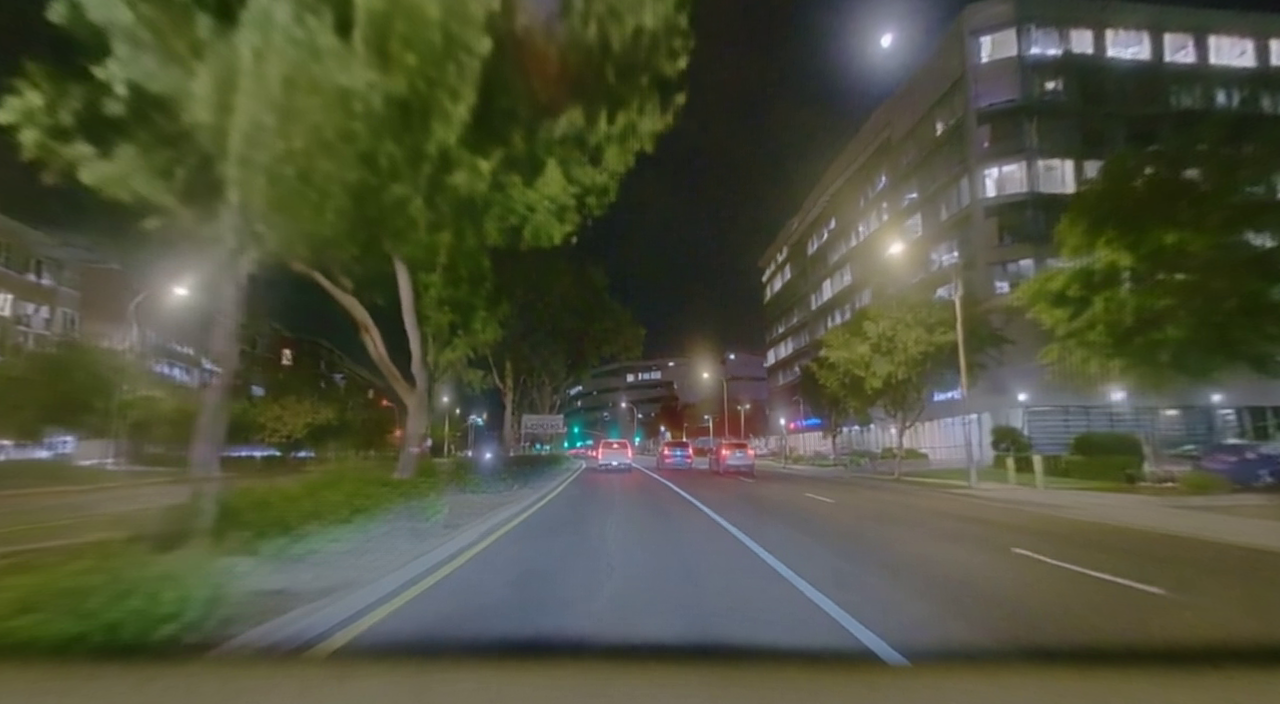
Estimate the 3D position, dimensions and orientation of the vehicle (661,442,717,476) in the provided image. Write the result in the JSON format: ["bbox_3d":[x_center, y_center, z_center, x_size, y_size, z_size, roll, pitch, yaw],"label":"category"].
[{"bbox_3d":[2.305,5.174,30.877,1.993,1.477,4.240,0,-8,-5],"label":"vehicle"}]

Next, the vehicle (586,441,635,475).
[{"bbox_3d":[-1.437,4.936,29.590,2.101,1.444,4.248,0,-8,-4],"label":"vehicle"}]

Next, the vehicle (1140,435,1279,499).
[{"bbox_3d":[20.372,3.796,21.222,2.150,1.966,5.027,3,-9,-23],"label":"vehicle"}]

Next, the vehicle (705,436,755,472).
[{"bbox_3d":[5.392,6.183,38.546,2.052,1.990,4.736,0,-8,-4],"label":"vehicle"}]
